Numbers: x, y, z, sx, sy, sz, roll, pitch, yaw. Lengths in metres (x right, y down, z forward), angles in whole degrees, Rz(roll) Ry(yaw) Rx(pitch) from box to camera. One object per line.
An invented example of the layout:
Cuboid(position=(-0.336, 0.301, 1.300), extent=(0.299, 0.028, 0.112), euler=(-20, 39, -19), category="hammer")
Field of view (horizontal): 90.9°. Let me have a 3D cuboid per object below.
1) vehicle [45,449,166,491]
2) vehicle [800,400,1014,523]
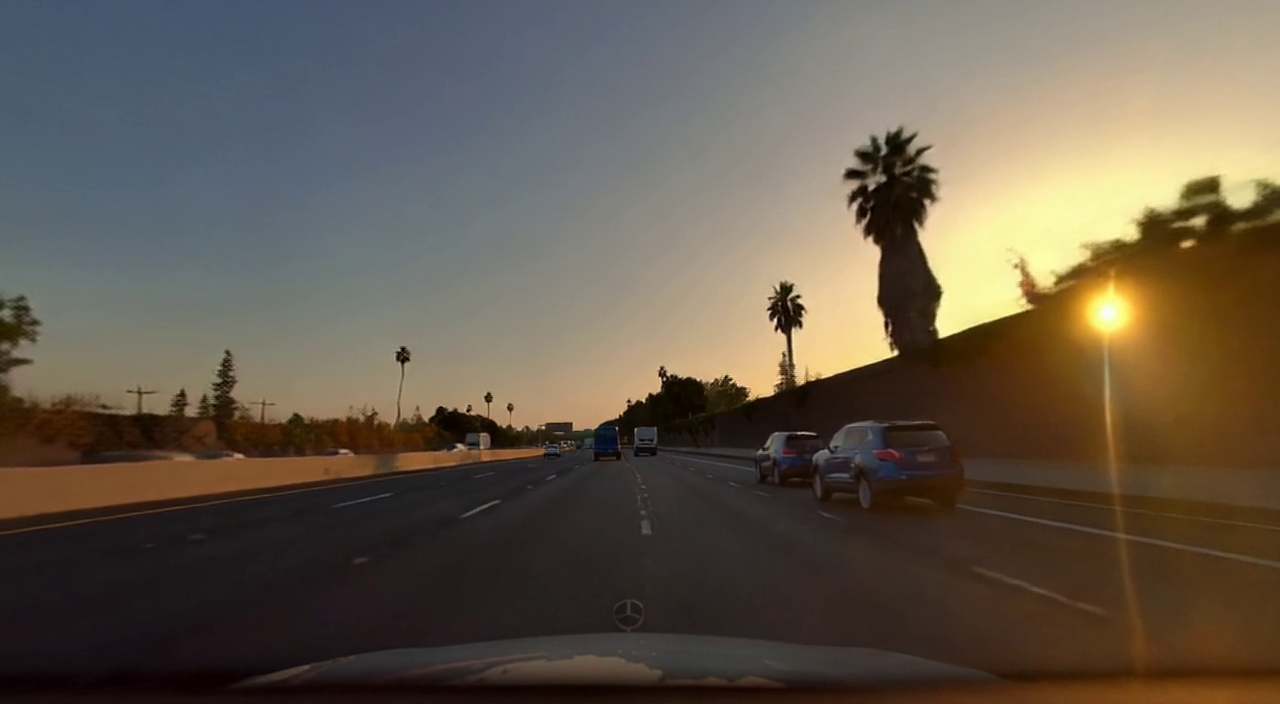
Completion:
Cuboid(position=(-19.712, 4.346, 23.450), extent=(1.499, 1.379, 3.398), euler=(0, -8, -1), category="vehicle")
Cuboid(position=(5.500, 2.341, 14.042), extent=(2.408, 2.210, 4.999), euler=(0, -8, -2), category="vehicle")
